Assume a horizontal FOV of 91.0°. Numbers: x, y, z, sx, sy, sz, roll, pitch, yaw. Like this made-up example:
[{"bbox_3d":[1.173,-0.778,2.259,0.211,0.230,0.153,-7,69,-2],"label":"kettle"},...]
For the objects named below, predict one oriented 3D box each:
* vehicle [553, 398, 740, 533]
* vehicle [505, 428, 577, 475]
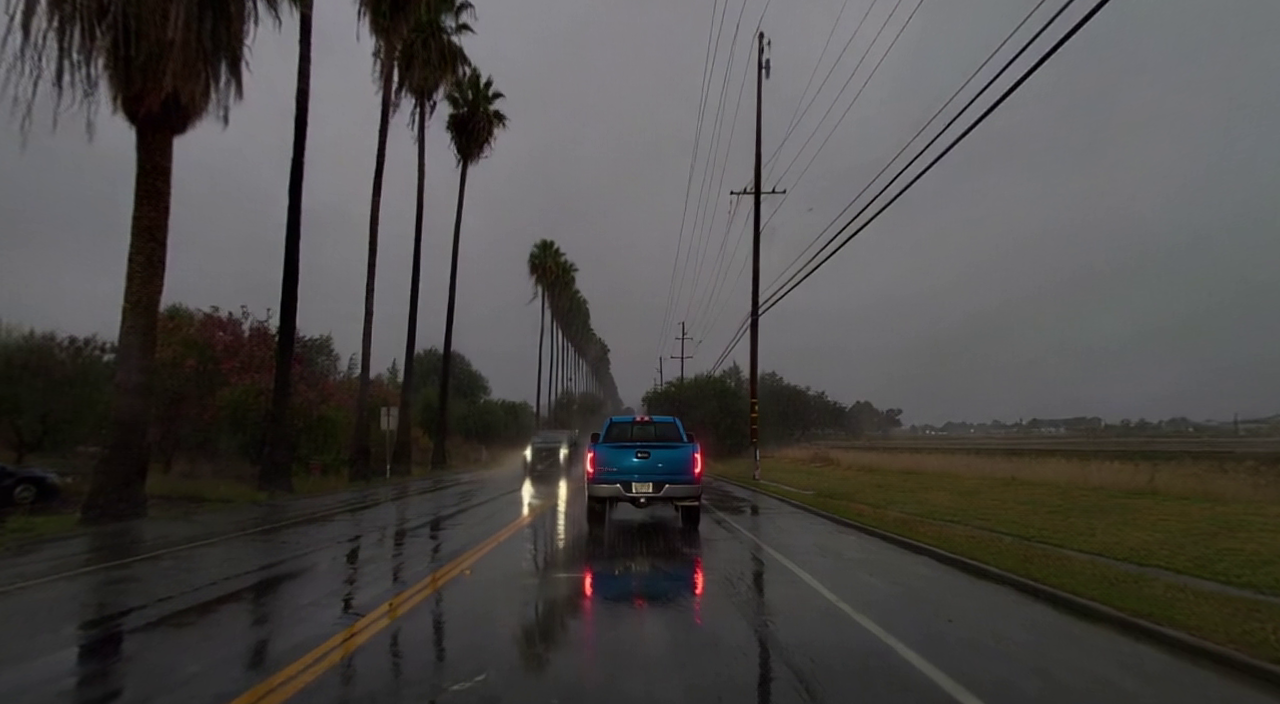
[{"bbox_3d":[0.059,2.147,12.484,2.803,2.005,5.885,0,-8,-1],"label":"vehicle"},{"bbox_3d":[-4.583,4.740,30.173,2.590,2.032,5.566,0,-8,0],"label":"vehicle"}]
